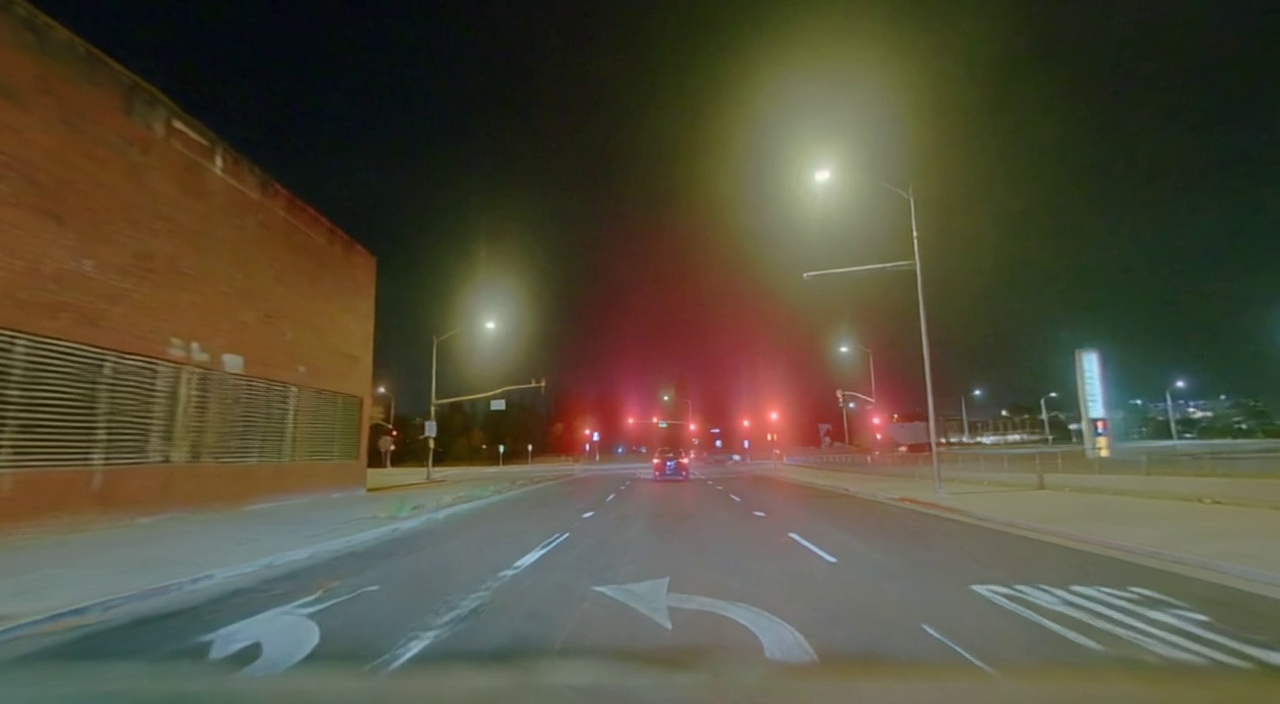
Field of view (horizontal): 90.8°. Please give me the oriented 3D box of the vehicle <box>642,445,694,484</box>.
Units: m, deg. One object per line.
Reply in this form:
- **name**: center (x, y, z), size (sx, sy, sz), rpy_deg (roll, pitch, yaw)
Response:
- **vehicle**: center (1.292, 5.230, 29.577), size (2.218, 1.657, 4.551), rpy_deg (-1, -9, 2)
